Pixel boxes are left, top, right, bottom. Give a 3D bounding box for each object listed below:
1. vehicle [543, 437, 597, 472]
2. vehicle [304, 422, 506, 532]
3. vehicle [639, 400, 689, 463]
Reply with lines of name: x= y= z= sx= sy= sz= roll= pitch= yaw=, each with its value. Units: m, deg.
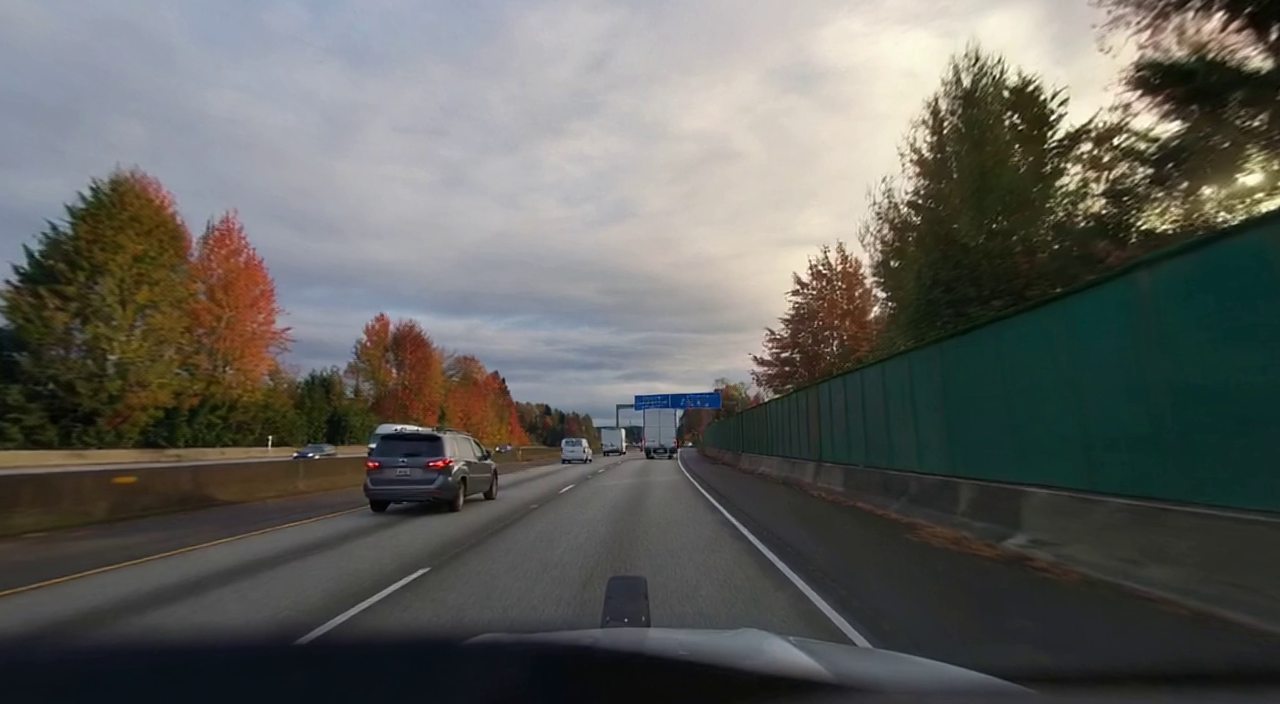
vehicle: x=-3.315 y=4.941 z=30.576 sx=1.962 sy=1.575 sz=4.158 roll=0 pitch=-8 yaw=2
vehicle: x=-3.784 y=2.066 z=10.979 sx=1.927 sy=1.556 sz=3.921 roll=0 pitch=-8 yaw=1
vehicle: x=1.640 y=5.451 z=42.496 sx=2.933 sy=3.701 sz=10.425 roll=0 pitch=-8 yaw=2
